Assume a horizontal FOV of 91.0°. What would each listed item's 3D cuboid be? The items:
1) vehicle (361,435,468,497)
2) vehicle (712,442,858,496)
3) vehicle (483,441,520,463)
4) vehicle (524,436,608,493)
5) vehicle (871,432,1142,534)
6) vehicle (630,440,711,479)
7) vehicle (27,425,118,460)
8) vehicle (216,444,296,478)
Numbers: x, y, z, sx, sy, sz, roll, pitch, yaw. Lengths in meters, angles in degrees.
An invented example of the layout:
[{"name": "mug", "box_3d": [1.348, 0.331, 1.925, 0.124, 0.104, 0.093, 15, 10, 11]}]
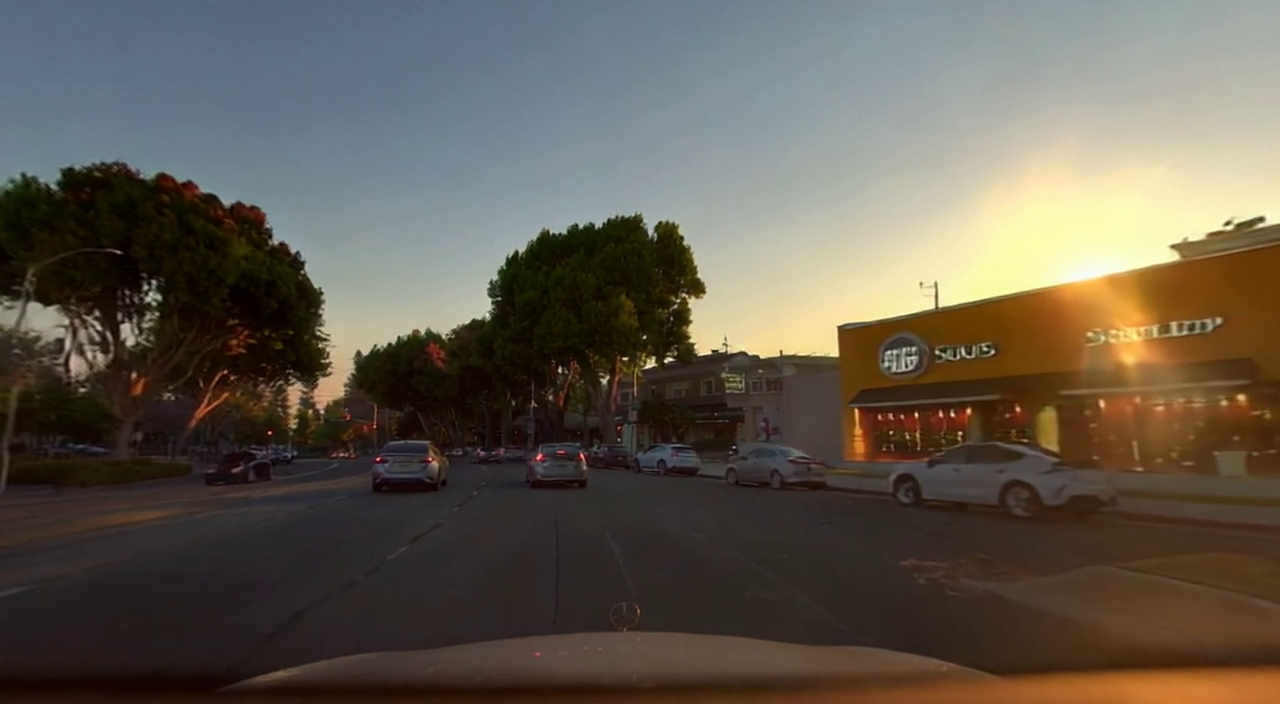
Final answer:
[{"name": "vehicle", "box_3d": [-6.110, 3.116, 17.711, 2.105, 1.477, 4.857, 2, -9, -11]}, {"name": "vehicle", "box_3d": [4.329, 3.572, 19.791, 2.038, 1.446, 4.896, 3, -9, -21]}, {"name": "vehicle", "box_3d": [-9.568, 6.858, 43.239, 1.920, 1.416, 4.310, 3, -9, -20]}, {"name": "vehicle", "box_3d": [-2.350, 3.321, 19.029, 2.001, 1.483, 4.442, 2, -9, -13]}, {"name": "vehicle", "box_3d": [6.614, 2.353, 12.001, 1.952, 1.547, 4.091, 3, -9, -19]}, {"name": "vehicle", "box_3d": [1.218, 4.634, 27.414, 1.905, 1.537, 4.276, 3, -9, -21]}, {"name": "vehicle", "box_3d": [-40.519, 6.519, 45.167, 2.430, 2.266, 6.029, 5, -10, -18]}, {"name": "vehicle", "box_3d": [-17.901, 5.064, 29.577, 2.000, 1.477, 4.346, 2, -9, -15]}]
